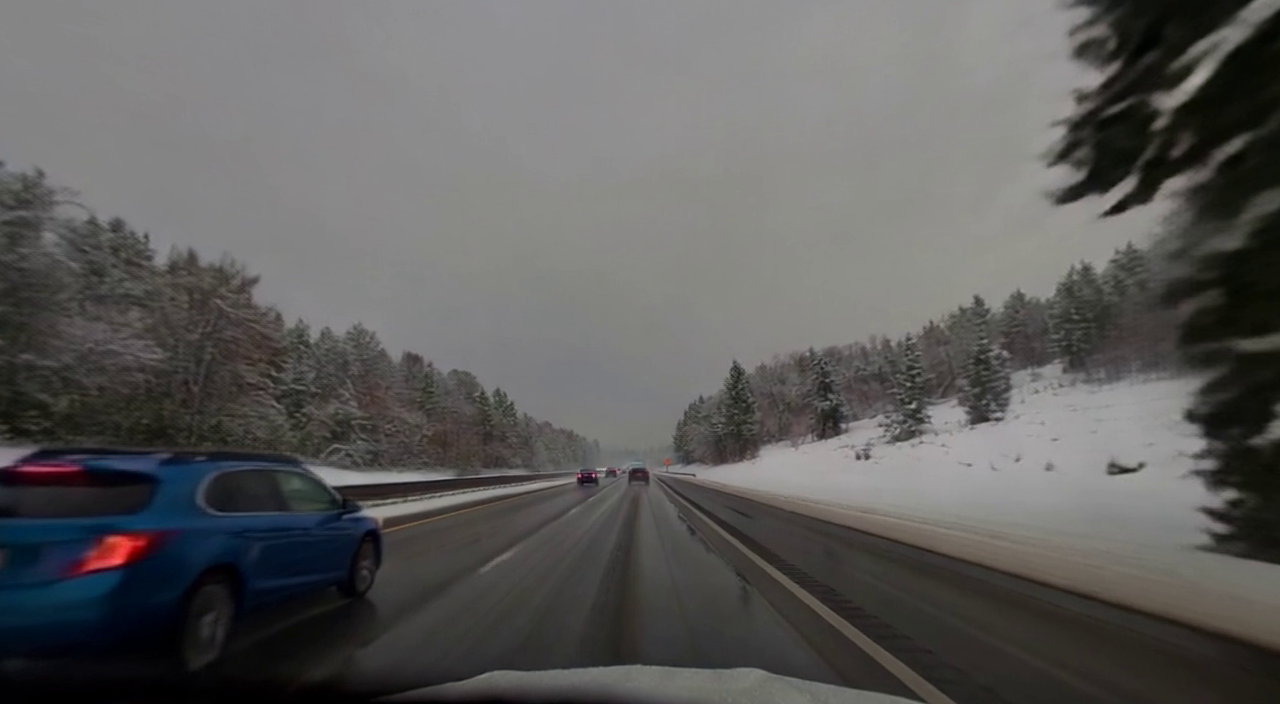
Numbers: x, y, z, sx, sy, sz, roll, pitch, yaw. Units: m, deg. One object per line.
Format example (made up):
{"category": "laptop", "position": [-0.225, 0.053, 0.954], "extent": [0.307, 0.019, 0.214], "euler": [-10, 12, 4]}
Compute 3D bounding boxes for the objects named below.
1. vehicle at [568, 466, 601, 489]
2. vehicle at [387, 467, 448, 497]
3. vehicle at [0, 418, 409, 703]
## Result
{"category": "vehicle", "position": [-4.036, 9.208, 46.391], "extent": [2.109, 1.532, 4.234], "euler": [1, -11, 0]}
{"category": "vehicle", "position": [-12.375, 7.253, 35.322], "extent": [1.977, 1.532, 3.760], "euler": [0, -11, 0]}
{"category": "vehicle", "position": [-3.715, 1.465, 5.082], "extent": [2.047, 1.523, 4.279], "euler": [1, -11, 0]}
